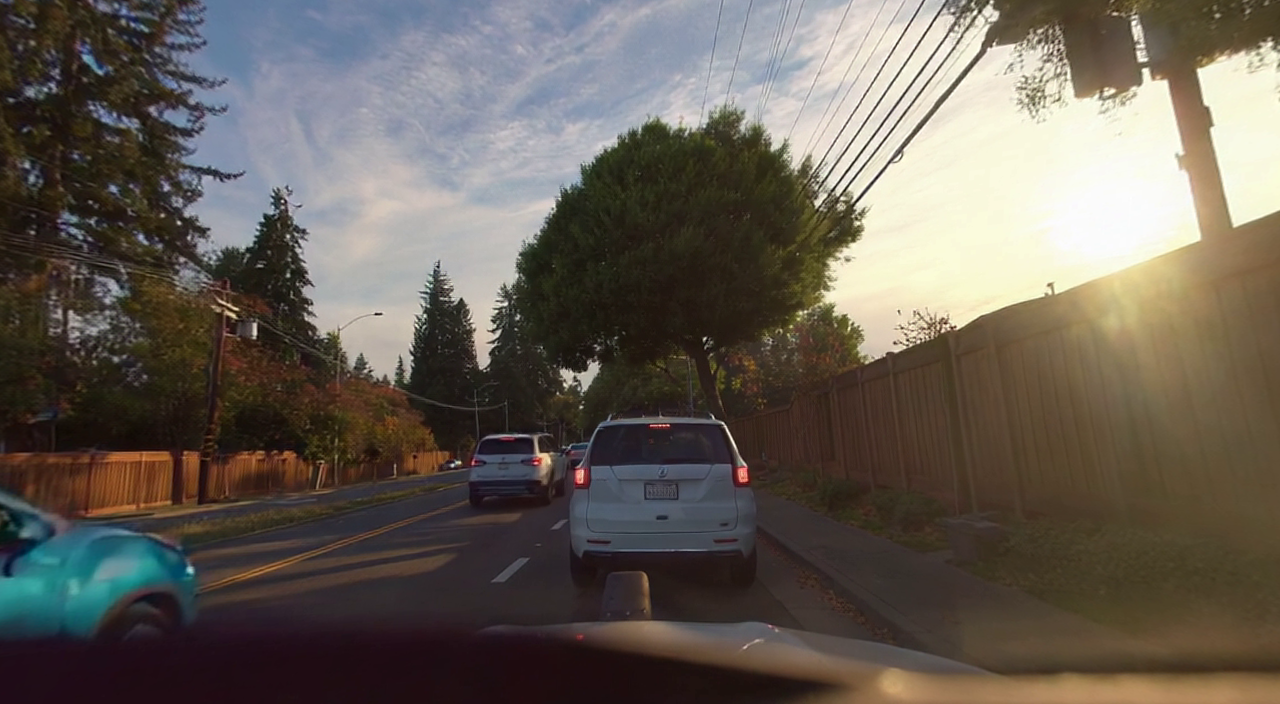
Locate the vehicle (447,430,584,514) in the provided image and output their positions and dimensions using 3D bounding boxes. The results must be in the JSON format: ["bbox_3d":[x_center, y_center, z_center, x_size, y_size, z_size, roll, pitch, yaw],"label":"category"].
[{"bbox_3d":[-2.693,2.744,14.952,2.176,1.653,4.666,0,-9,2],"label":"vehicle"}]

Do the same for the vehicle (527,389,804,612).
[{"bbox_3d":[0.199,1.482,7.115,2.174,1.749,4.113,0,-9,0],"label":"vehicle"}]

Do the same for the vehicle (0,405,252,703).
[{"bbox_3d":[-3.195,0.828,1.439,1.979,1.489,4.006,0,-9,1],"label":"vehicle"}]
